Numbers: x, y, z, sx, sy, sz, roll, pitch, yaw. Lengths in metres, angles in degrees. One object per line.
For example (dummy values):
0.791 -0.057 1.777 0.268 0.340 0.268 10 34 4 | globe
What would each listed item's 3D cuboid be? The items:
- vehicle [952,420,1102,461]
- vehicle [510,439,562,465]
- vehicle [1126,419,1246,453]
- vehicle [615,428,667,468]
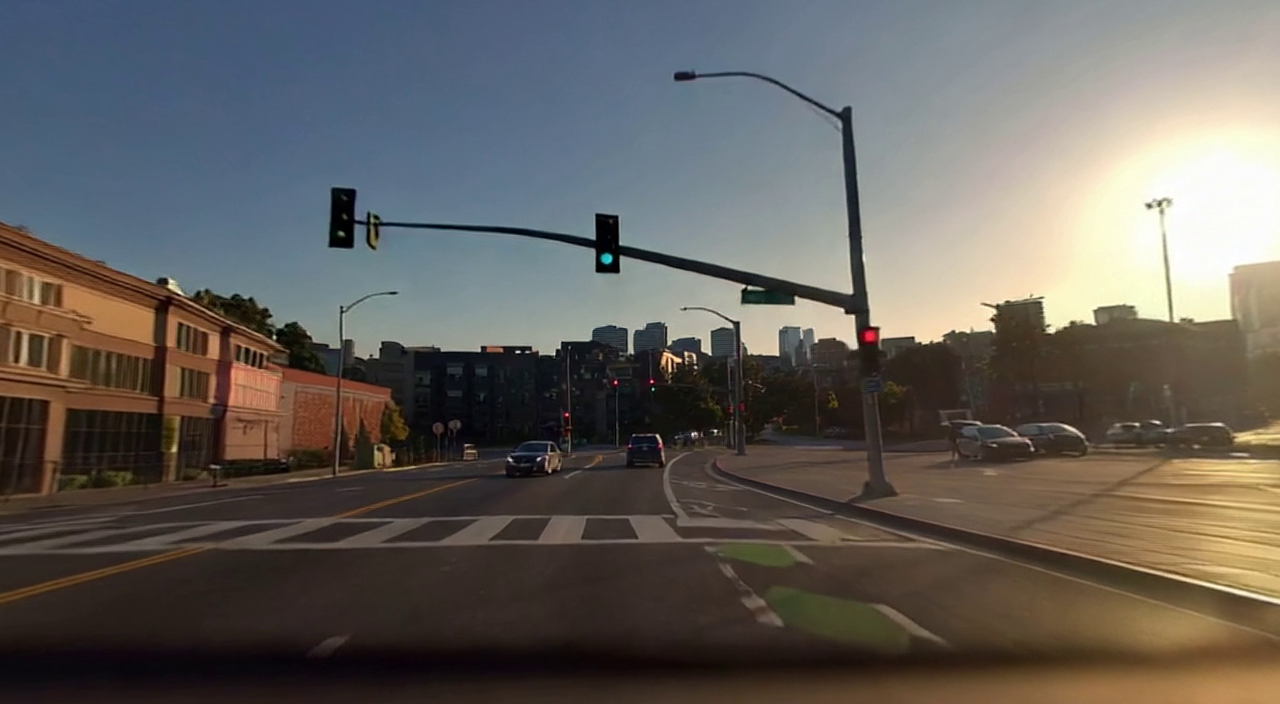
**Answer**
14.812 3.435 24.397 4.486 1.494 1.802 -1 -8 5 | vehicle
-6.369 6.160 39.212 1.939 1.484 4.645 -1 -8 7 | vehicle
29.318 4.499 34.032 4.504 1.759 1.955 0 -8 4 | vehicle
0.132 4.774 31.549 2.230 1.827 4.298 -1 -8 5 | vehicle
